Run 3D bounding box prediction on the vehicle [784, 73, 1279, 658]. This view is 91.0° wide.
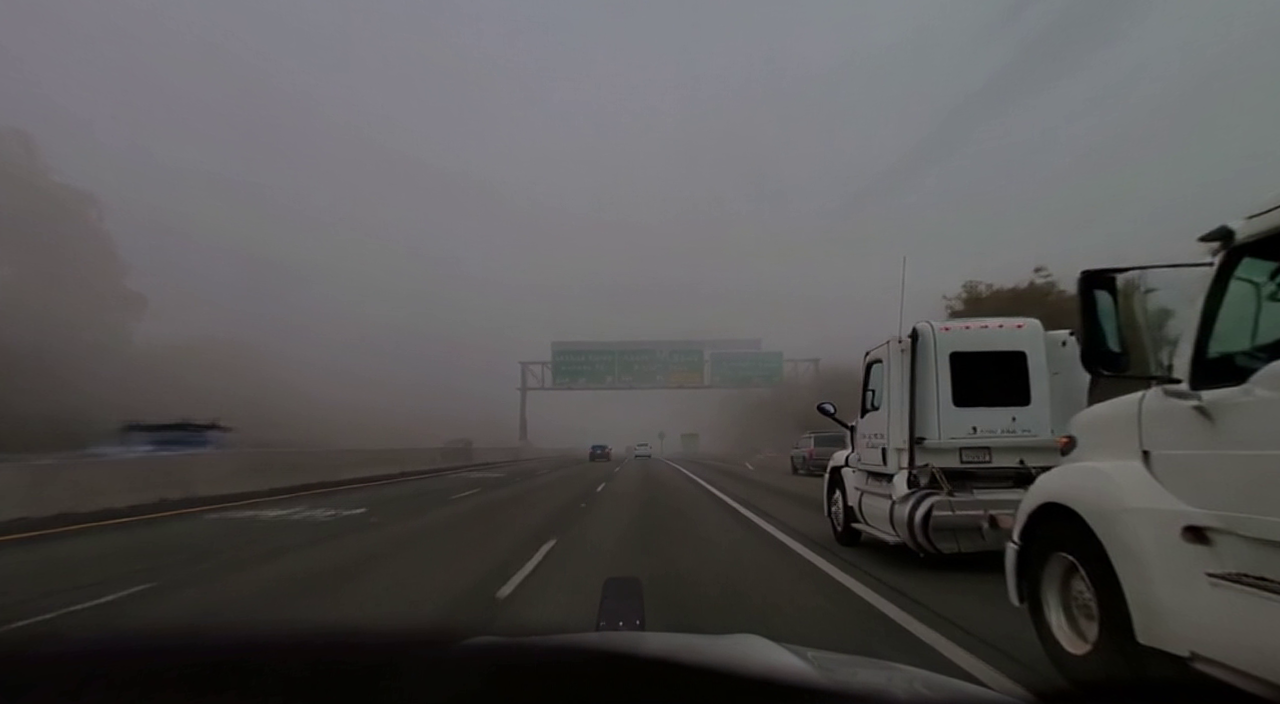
[{"bbox_3d":[4.047,0.494,7.915,3.042,4.037,7.253,0,-8,3],"label":"vehicle"}]

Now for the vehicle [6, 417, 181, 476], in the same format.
[{"bbox_3d":[-14.526,2.543,17.024,1.553,1.422,3.461,0,-8,1],"label":"vehicle"}]
